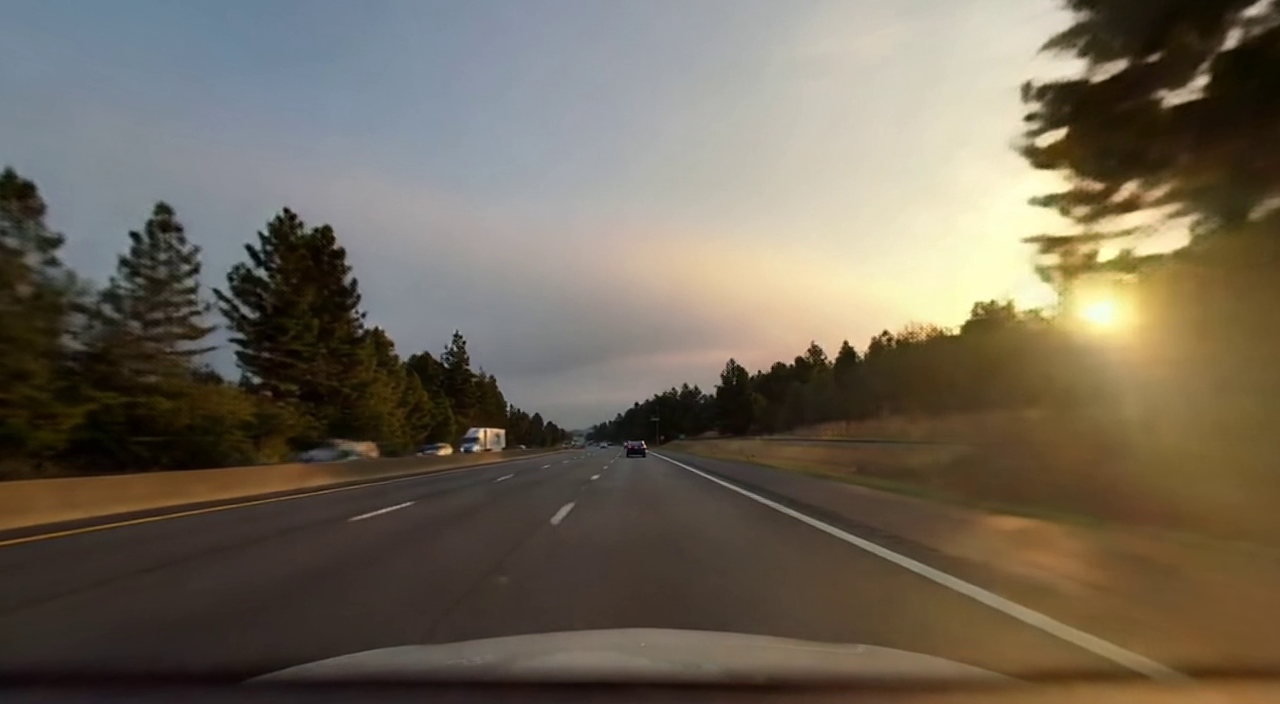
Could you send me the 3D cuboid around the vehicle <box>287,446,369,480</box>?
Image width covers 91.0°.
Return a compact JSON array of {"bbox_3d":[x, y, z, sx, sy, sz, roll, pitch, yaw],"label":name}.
[{"bbox_3d":[-14.531,5.148,29.525,1.852,1.454,3.973,0,-8,-1],"label":"vehicle"}]
